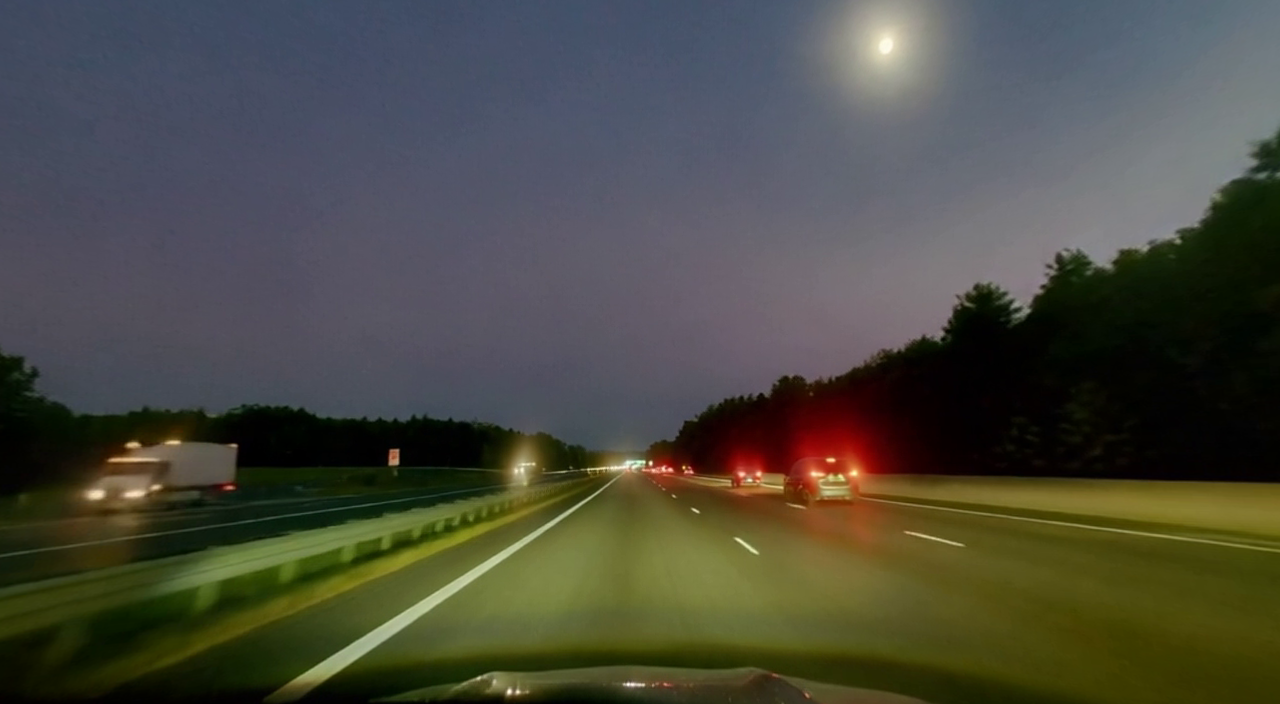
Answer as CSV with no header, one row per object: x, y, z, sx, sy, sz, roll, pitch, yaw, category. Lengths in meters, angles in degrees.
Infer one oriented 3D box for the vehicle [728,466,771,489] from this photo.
7.368,8.506,42.866,2.024,1.476,4.352,1,-11,-2,vehicle

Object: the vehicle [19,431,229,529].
-19.604,4.948,24.691,2.775,3.214,6.920,2,-11,-7,vehicle
